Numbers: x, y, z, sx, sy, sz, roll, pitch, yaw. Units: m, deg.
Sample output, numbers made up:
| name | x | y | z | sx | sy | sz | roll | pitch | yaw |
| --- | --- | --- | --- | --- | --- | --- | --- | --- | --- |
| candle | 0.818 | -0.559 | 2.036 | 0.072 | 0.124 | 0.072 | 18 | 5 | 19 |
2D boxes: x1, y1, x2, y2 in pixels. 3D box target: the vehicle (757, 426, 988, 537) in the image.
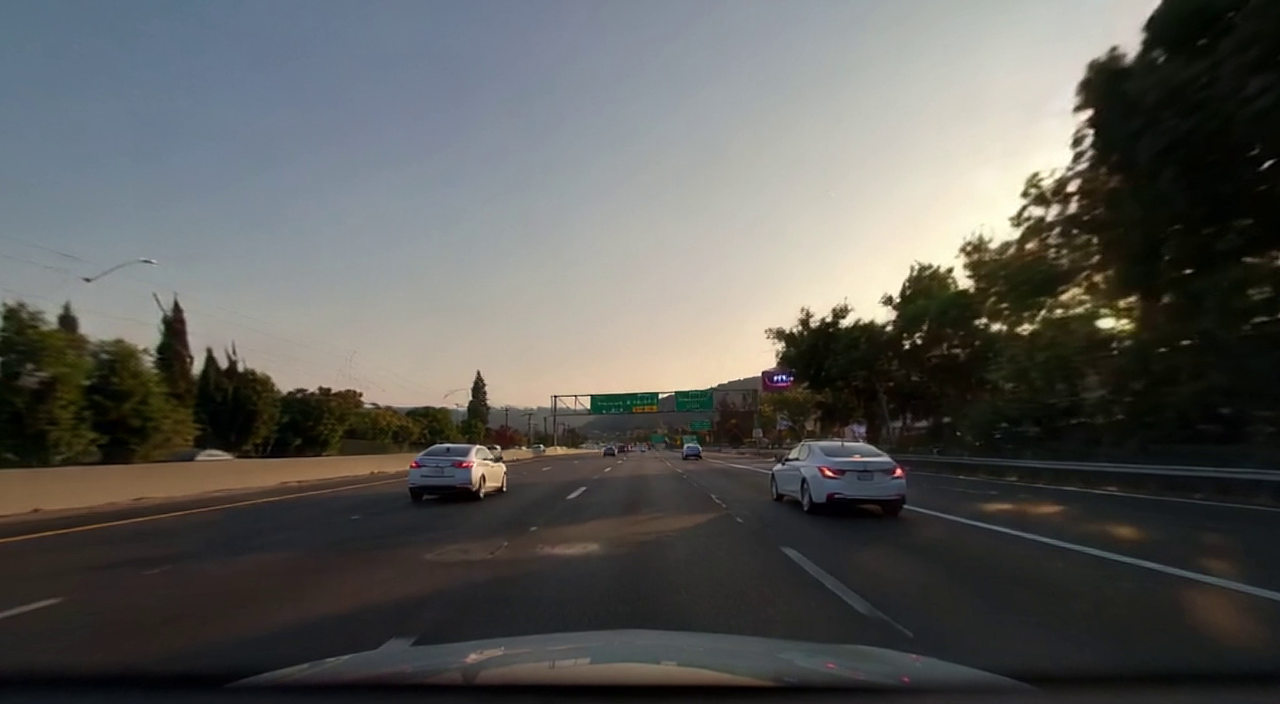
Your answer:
| name | x | y | z | sx | sy | sz | roll | pitch | yaw |
| --- | --- | --- | --- | --- | --- | --- | --- | --- | --- |
| vehicle | 3.657 | 2.142 | 11.189 | 2.164 | 1.507 | 4.914 | 0 | -8 | -1 |

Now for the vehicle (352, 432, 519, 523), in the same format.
| name | x | y | z | sx | sy | sz | roll | pitch | yaw |
| --- | --- | --- | --- | --- | --- | --- | --- | --- | --- |
| vehicle | -3.878 | 2.436 | 12.875 | 1.939 | 1.508 | 4.272 | 0 | -8 | 1 |

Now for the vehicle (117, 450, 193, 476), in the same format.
| name | x | y | z | sx | sy | sz | roll | pitch | yaw |
| --- | --- | --- | --- | --- | --- | --- | --- | --- | --- |
| vehicle | -26.898 | 6.127 | 35.114 | 1.574 | 1.304 | 3.400 | 0 | -8 | -2 |
